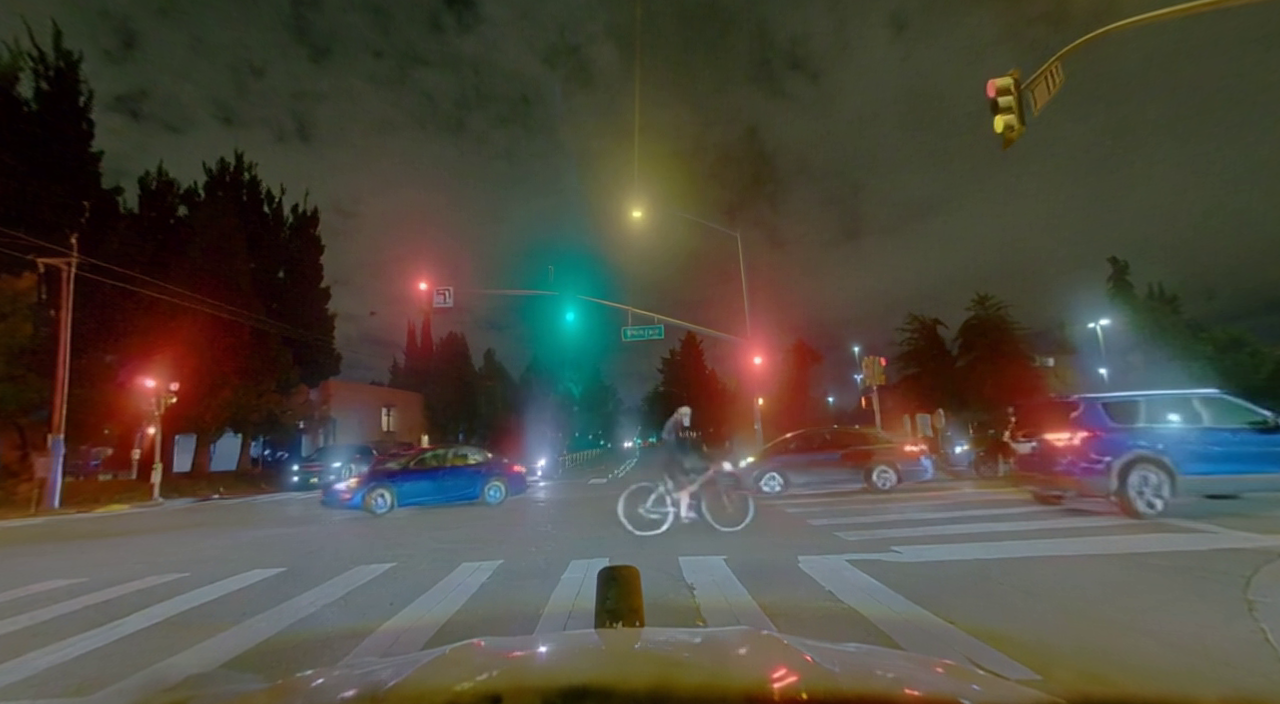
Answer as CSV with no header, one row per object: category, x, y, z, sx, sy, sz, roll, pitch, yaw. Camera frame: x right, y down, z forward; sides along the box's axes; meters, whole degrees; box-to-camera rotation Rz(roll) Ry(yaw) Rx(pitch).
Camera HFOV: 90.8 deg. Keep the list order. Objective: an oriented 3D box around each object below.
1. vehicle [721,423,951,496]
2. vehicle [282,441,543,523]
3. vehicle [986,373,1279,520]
vehicle,4.019,2.340,13.677,4.385,1.419,1.855,-1,-10,4
vehicle,-4.374,2.521,12.662,4.533,1.419,1.755,3,-9,-18
vehicle,8.351,1.327,9.296,5.122,1.781,2.098,-4,-9,4
